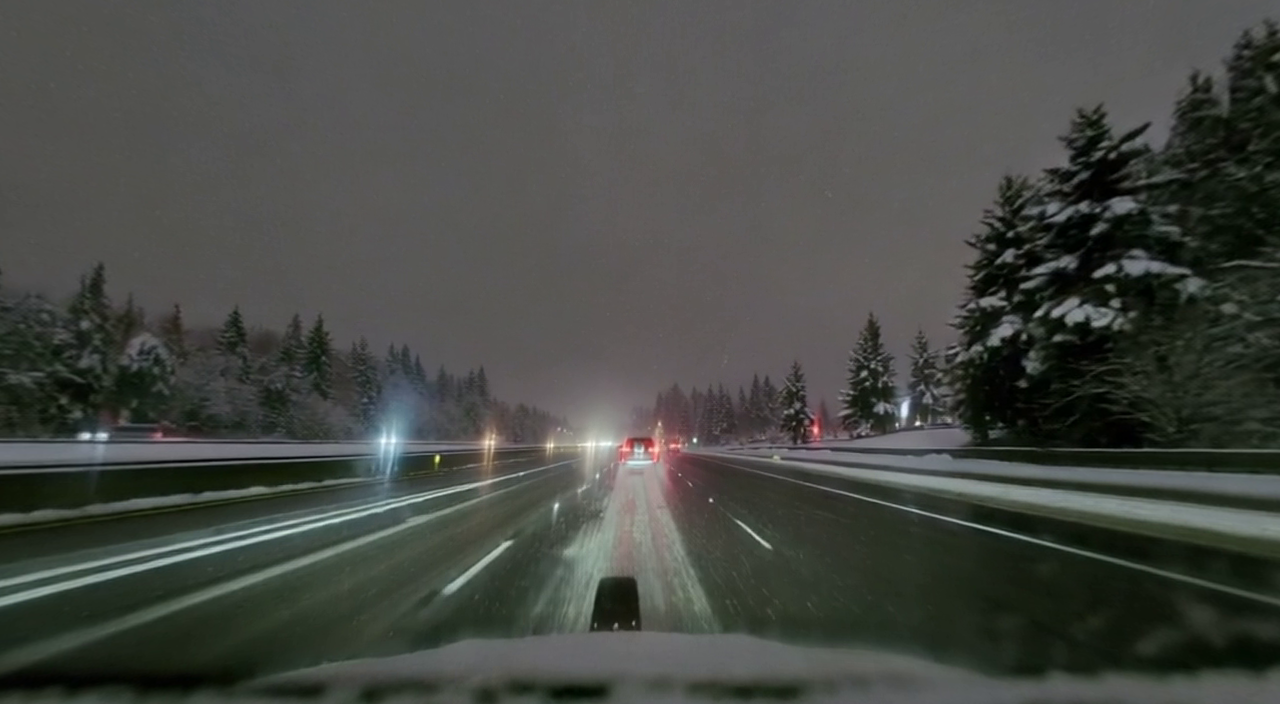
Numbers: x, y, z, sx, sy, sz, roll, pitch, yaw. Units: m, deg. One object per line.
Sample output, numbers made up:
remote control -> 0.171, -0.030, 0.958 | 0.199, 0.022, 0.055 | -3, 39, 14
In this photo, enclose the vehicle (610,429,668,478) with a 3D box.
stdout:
vehicle -> -0.018, 4.376, 27.359 | 2.269, 1.924, 4.596 | 0, -8, 0
